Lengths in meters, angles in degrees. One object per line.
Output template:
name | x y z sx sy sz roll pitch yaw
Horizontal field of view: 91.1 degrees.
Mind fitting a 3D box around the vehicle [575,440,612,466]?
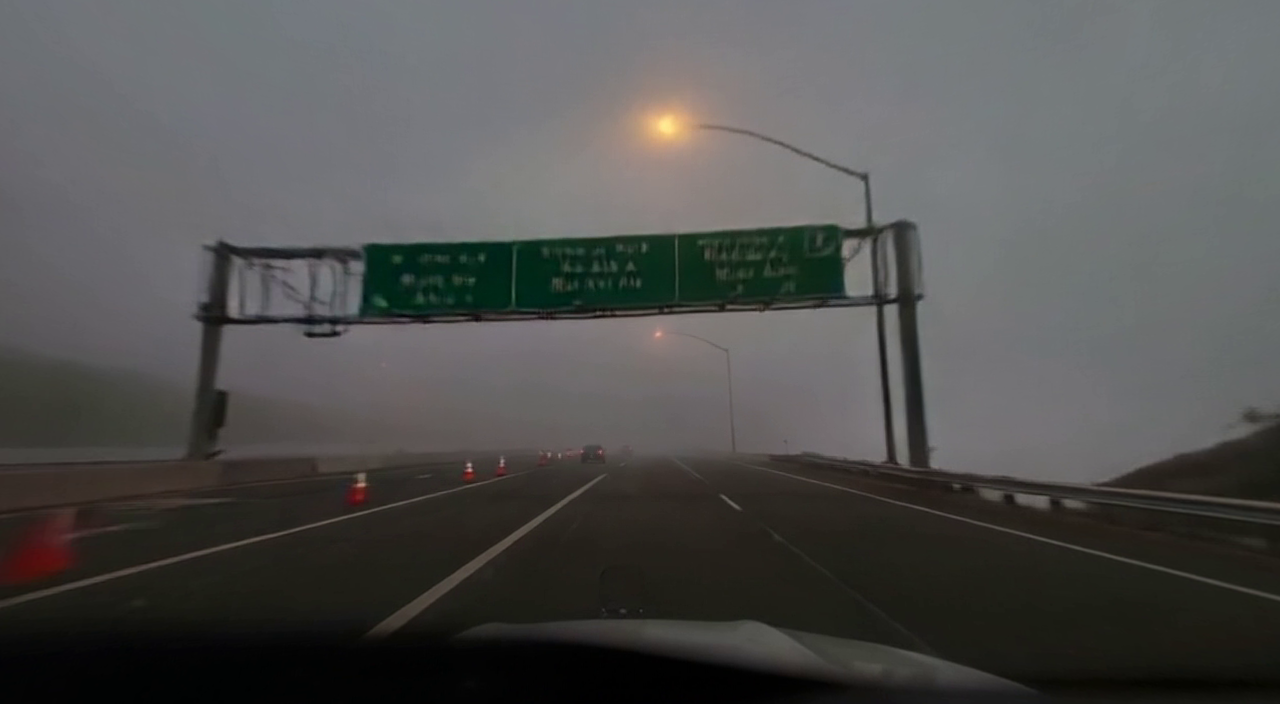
vehicle | -2.963 6.561 40.957 2.078 1.629 4.059 0 -8 1
